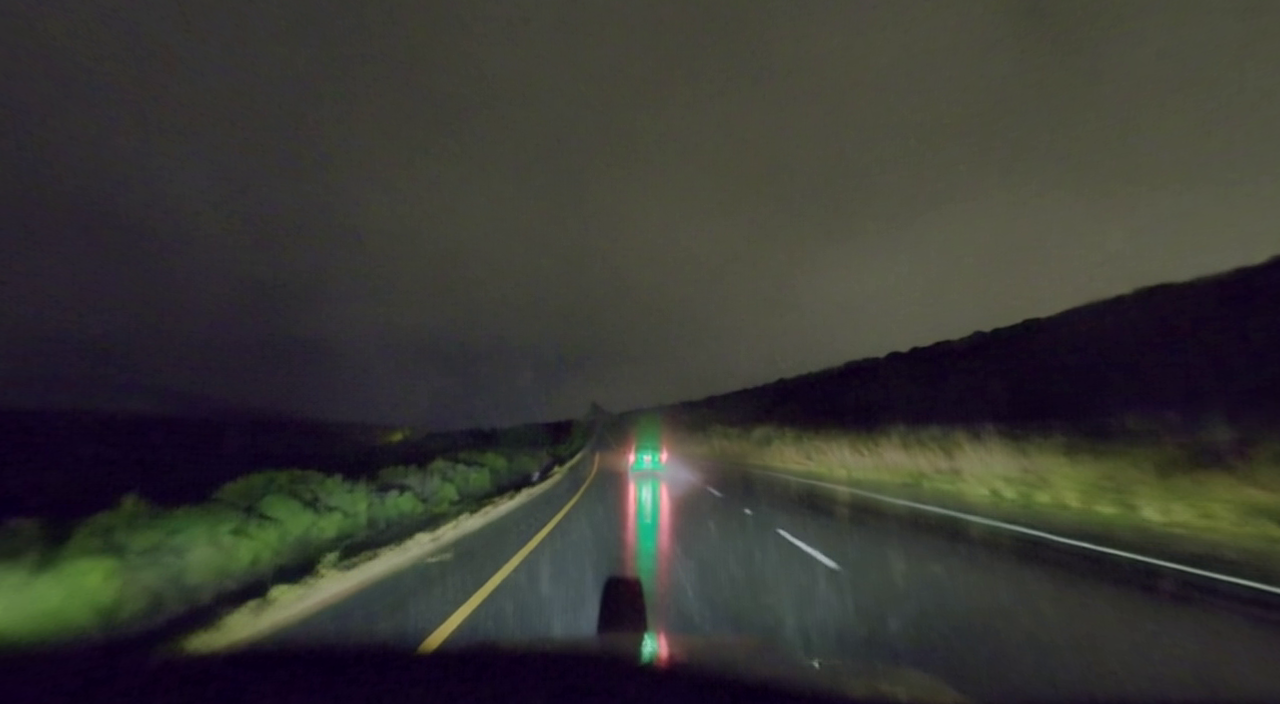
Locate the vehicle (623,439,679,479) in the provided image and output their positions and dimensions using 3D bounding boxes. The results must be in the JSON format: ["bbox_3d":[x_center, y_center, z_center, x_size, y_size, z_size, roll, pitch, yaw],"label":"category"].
[{"bbox_3d":[0.364,4.328,25.719,2.029,1.474,4.183,0,-8,-2],"label":"vehicle"}]
